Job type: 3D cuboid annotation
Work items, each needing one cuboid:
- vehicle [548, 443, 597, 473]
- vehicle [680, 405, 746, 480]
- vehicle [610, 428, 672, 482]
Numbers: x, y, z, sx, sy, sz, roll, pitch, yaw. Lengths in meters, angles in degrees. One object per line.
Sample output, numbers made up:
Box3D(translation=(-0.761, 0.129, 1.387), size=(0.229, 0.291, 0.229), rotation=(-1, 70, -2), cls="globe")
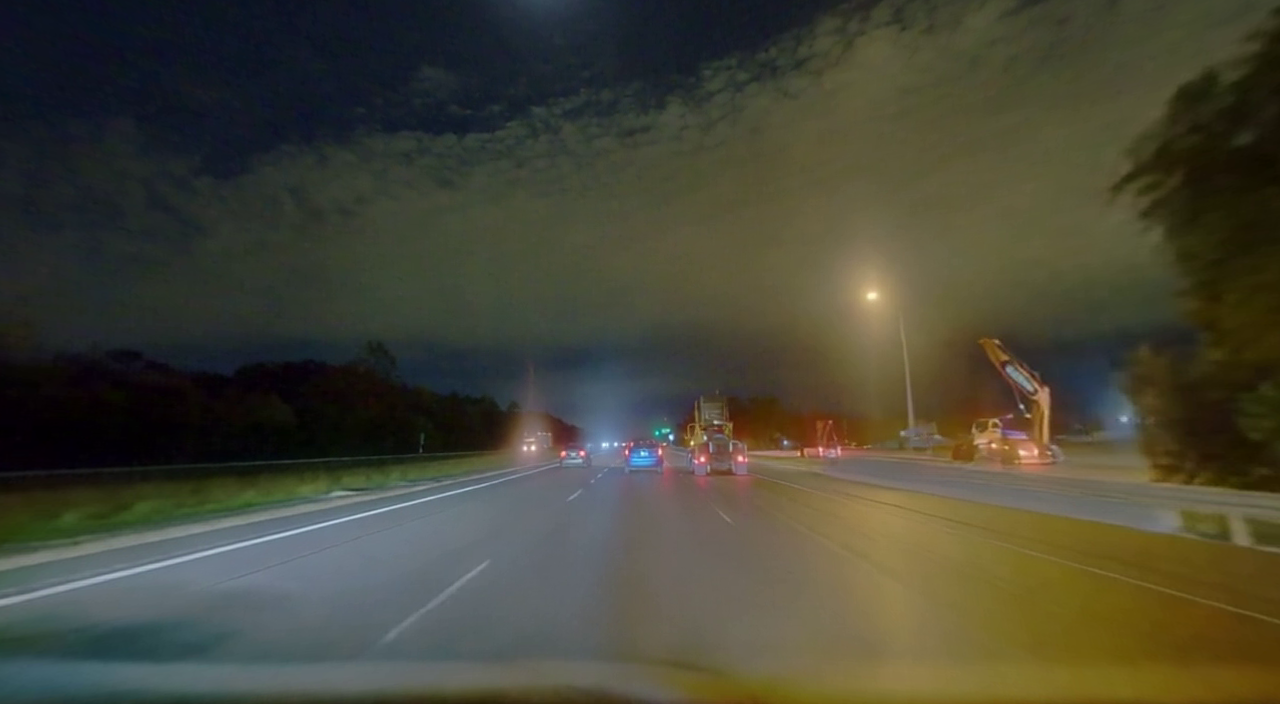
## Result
Box3D(translation=(-3.542, 5.697, 34.105), size=(2.096, 1.469, 4.319), rotation=(0, -8, 1), cls="vehicle")
Box3D(translation=(4.030, 5.301, 36.925), size=(2.793, 3.828, 9.580), rotation=(0, -8, 1), cls="vehicle")
Box3D(translation=(0.069, 4.184, 25.971), size=(2.308, 1.993, 4.631), rotation=(0, -8, 1), cls="vehicle")
